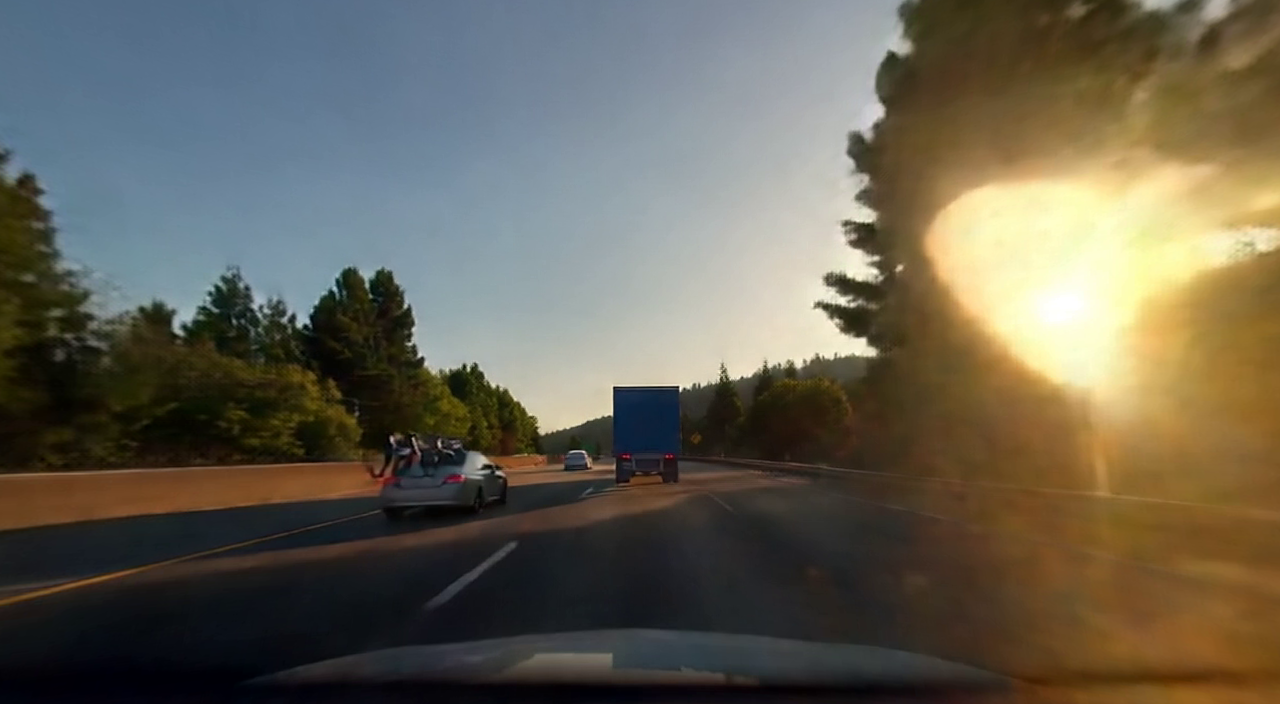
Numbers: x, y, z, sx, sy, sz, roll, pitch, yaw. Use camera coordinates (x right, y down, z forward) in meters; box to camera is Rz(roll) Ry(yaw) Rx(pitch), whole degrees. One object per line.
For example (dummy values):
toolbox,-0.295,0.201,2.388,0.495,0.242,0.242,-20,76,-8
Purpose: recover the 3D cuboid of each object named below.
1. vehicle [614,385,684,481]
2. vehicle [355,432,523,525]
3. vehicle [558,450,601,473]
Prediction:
vehicle,0.451,3.952,29.989,2.821,3.878,8.925,0,-9,1
vehicle,-4.031,2.624,13.630,2.018,1.632,4.722,0,-9,1
vehicle,-3.840,7.065,40.822,2.133,1.358,4.870,0,-9,2
